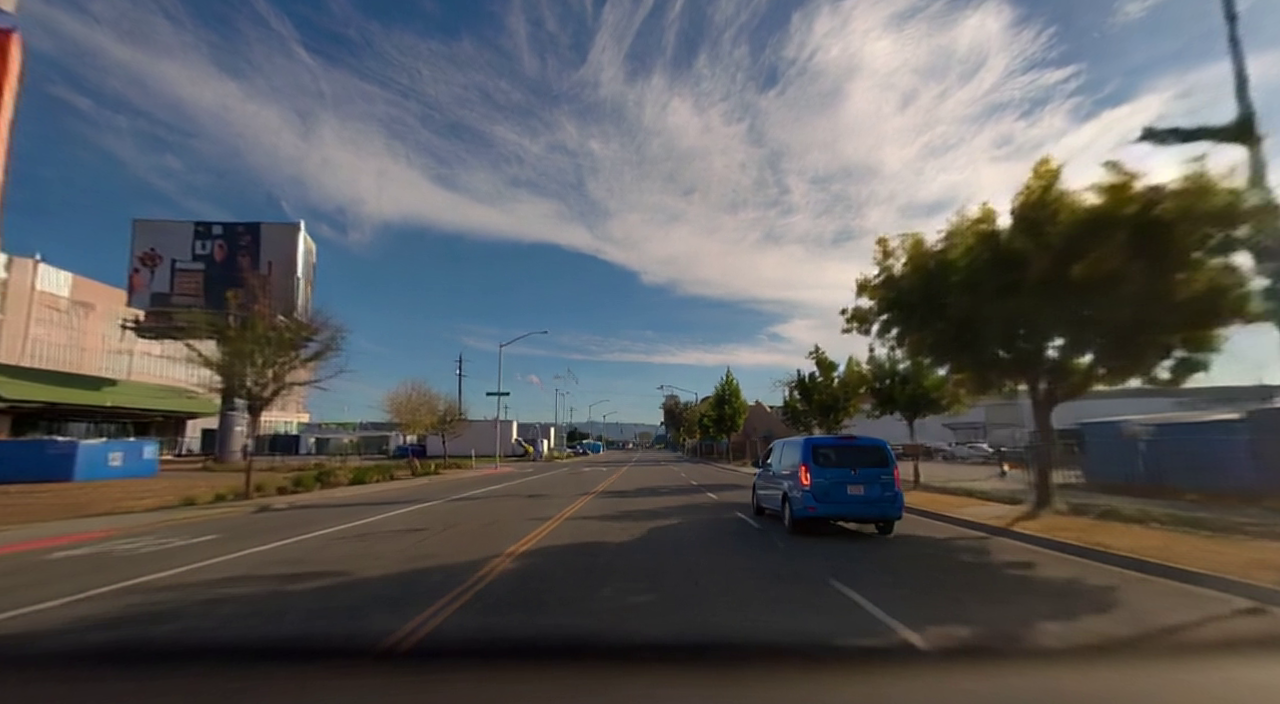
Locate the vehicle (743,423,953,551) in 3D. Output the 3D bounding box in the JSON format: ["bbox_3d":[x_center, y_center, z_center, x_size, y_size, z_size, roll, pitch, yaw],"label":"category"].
[{"bbox_3d":[3.415,2.319,11.590,2.202,1.822,4.826,0,-8,0],"label":"vehicle"}]
